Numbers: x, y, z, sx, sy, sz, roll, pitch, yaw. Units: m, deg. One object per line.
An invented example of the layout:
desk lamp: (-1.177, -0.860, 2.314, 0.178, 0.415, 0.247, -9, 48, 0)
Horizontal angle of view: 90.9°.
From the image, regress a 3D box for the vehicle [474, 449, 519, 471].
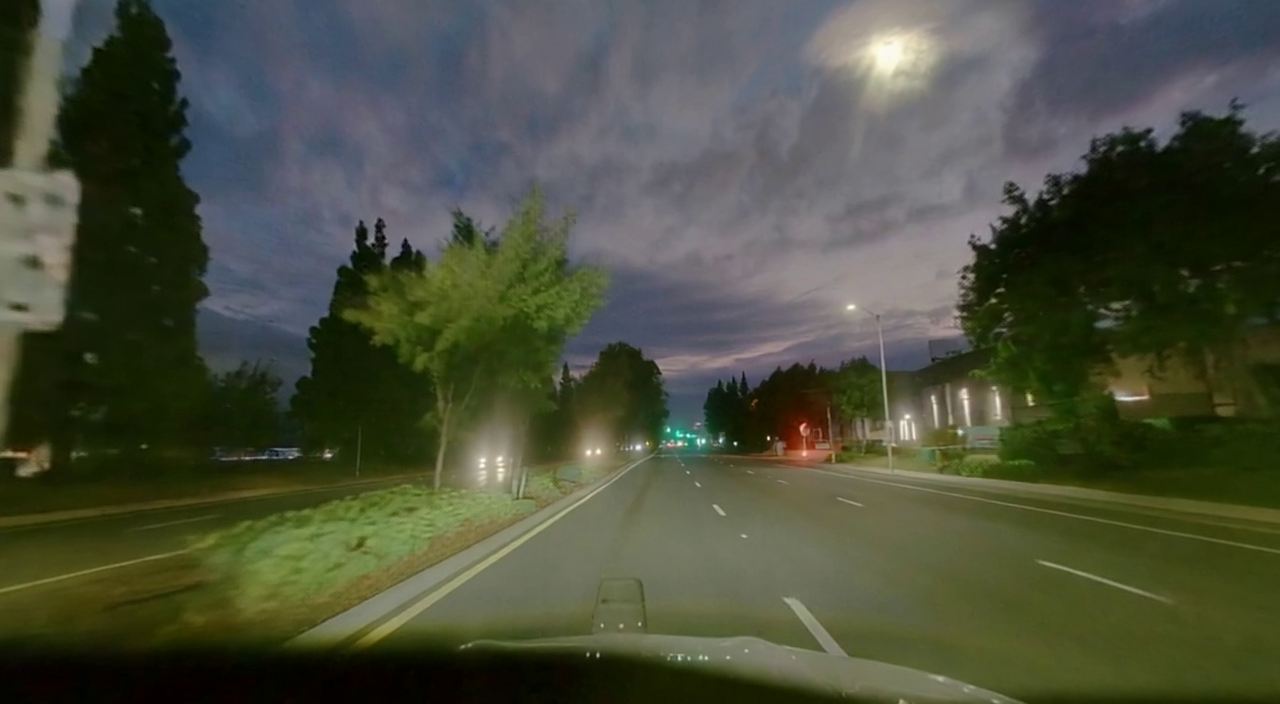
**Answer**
vehicle: (-10.235, 7.710, 45.247, 1.930, 1.494, 4.706, -1, -8, 3)
